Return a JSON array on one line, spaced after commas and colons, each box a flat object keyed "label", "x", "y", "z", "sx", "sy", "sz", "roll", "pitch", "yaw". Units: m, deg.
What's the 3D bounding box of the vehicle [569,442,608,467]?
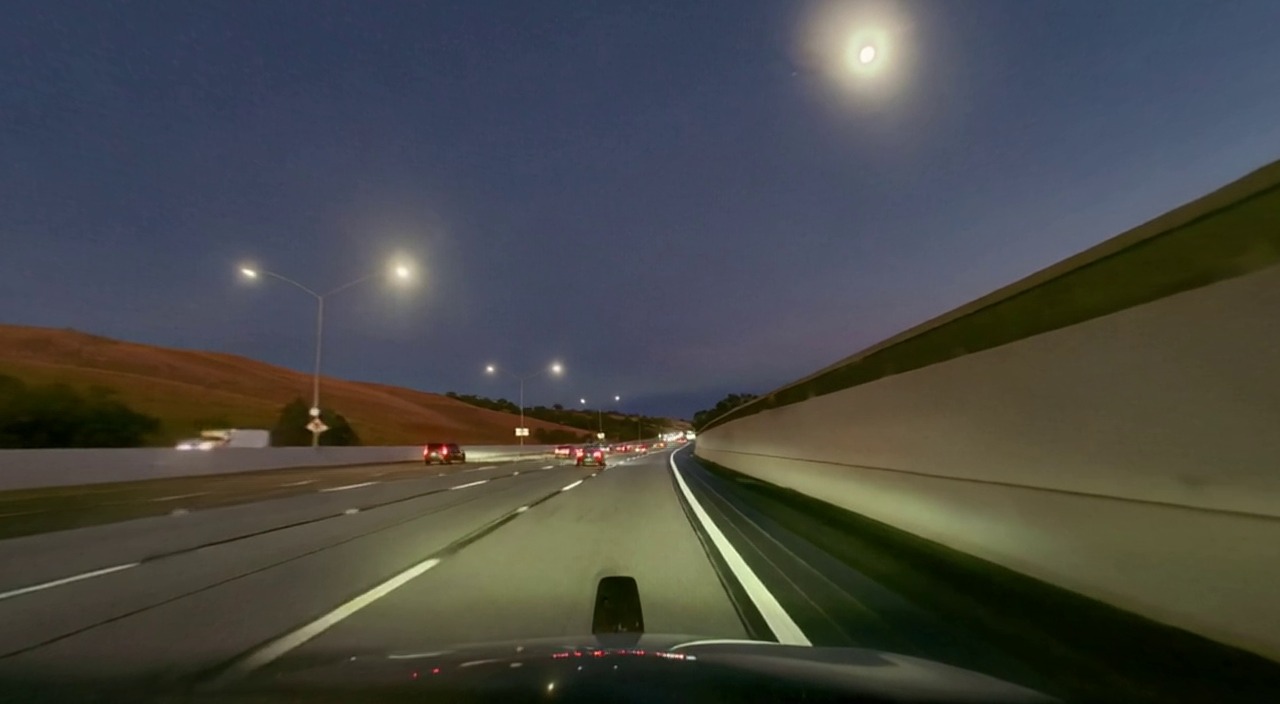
[{"label": "vehicle", "x": -3.149, "y": 6.353, "z": 39.374, "sx": 1.931, "sy": 1.492, "sz": 4.076, "roll": 0, "pitch": -8, "yaw": 2}]

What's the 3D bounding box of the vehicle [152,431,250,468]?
[{"label": "vehicle", "x": -32.697, "y": 7.289, "z": 47.351, "sx": 2.219, "sy": 2.546, "sz": 6.742, "roll": -1, "pitch": -8, "yaw": 2}]

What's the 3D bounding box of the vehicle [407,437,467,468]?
[{"label": "vehicle", "x": -12.676, "y": 6.292, "z": 39.769, "sx": 2.076, "sy": 1.766, "sz": 4.831, "roll": 0, "pitch": -8, "yaw": 2}]
